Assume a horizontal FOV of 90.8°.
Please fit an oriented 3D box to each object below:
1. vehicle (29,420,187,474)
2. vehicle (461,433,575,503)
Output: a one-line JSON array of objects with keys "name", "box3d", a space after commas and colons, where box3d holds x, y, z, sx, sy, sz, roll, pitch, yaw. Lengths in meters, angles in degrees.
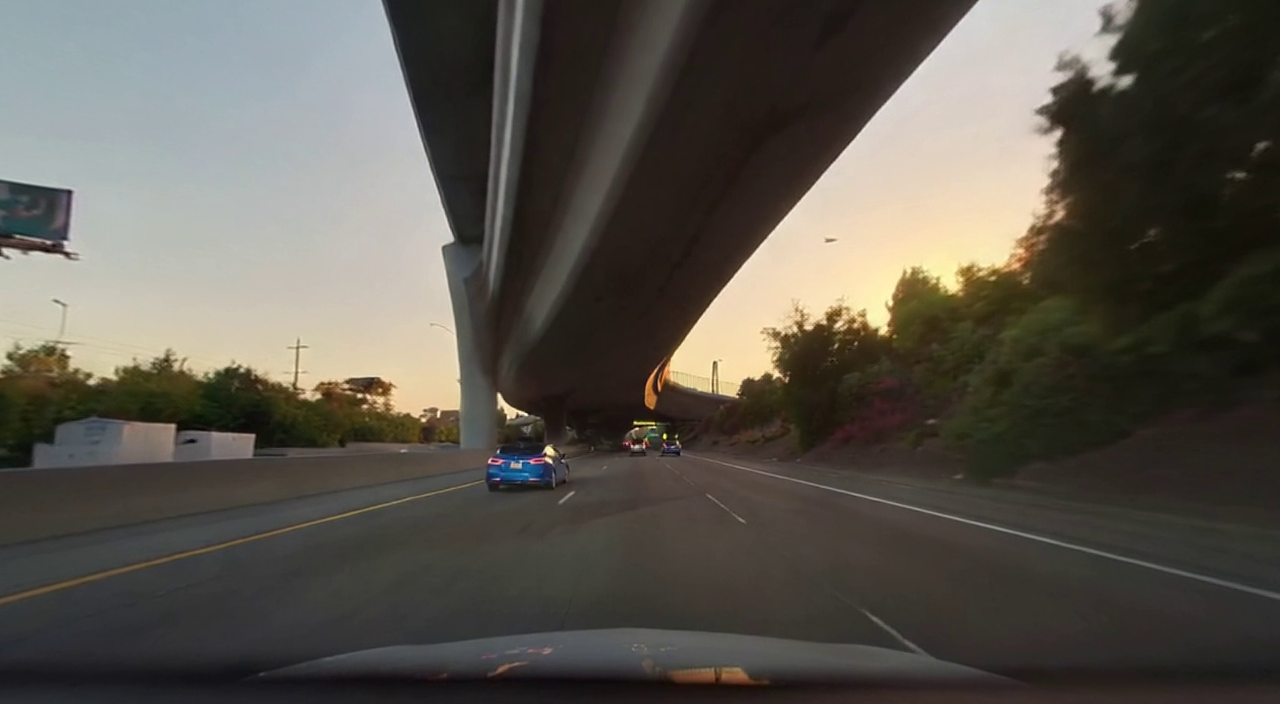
[{"name": "vehicle", "box3d": [-40.892, 7.395, 49.381, 2.976, 3.691, 10.721, 0, -8, 0]}, {"name": "vehicle", "box3d": [-3.001, 2.968, 16.694, 2.029, 1.557, 4.570, 0, -8, 1]}]
